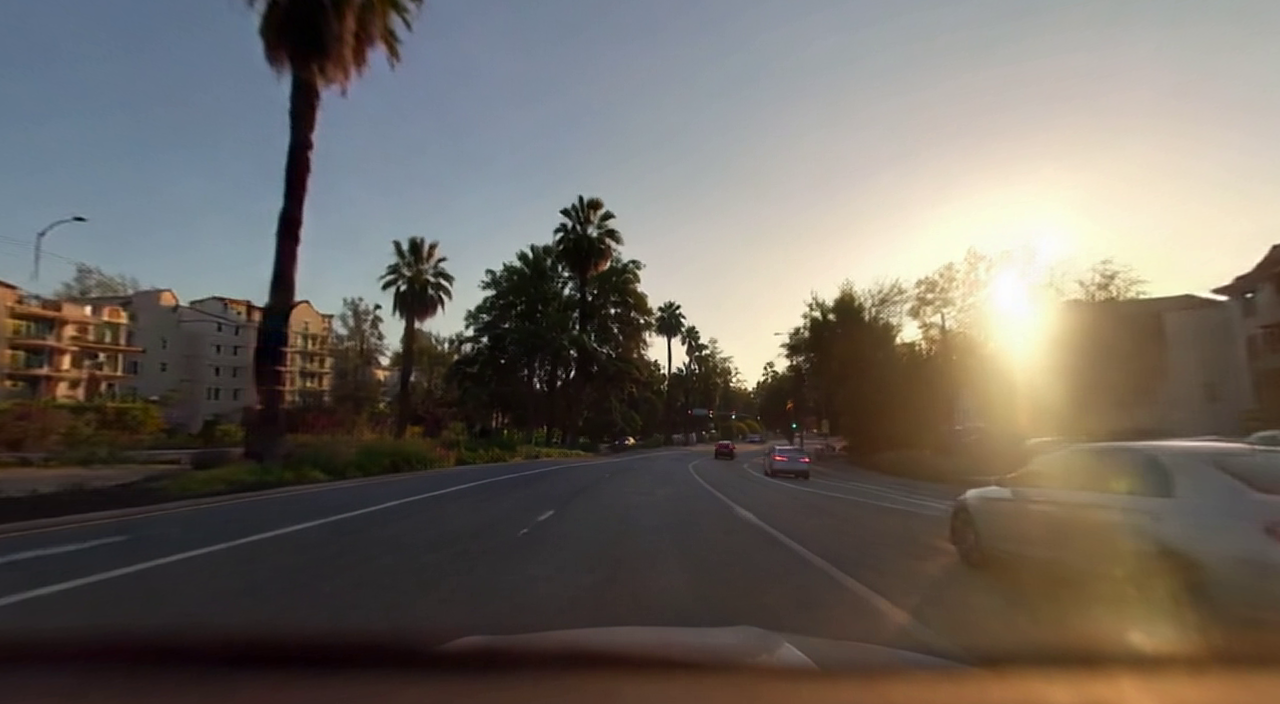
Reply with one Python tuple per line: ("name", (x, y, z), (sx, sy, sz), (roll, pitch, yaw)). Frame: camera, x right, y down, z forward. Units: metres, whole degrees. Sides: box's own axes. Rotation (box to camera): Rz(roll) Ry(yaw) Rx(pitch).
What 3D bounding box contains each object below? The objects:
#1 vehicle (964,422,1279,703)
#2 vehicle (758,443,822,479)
("vehicle", (4.340, 1.296, 4.570), (1.993, 1.483, 3.821), (-1, -8, 1))
("vehicle", (6.792, 4.965, 29.153), (2.144, 1.473, 4.638), (-1, -8, 4))
